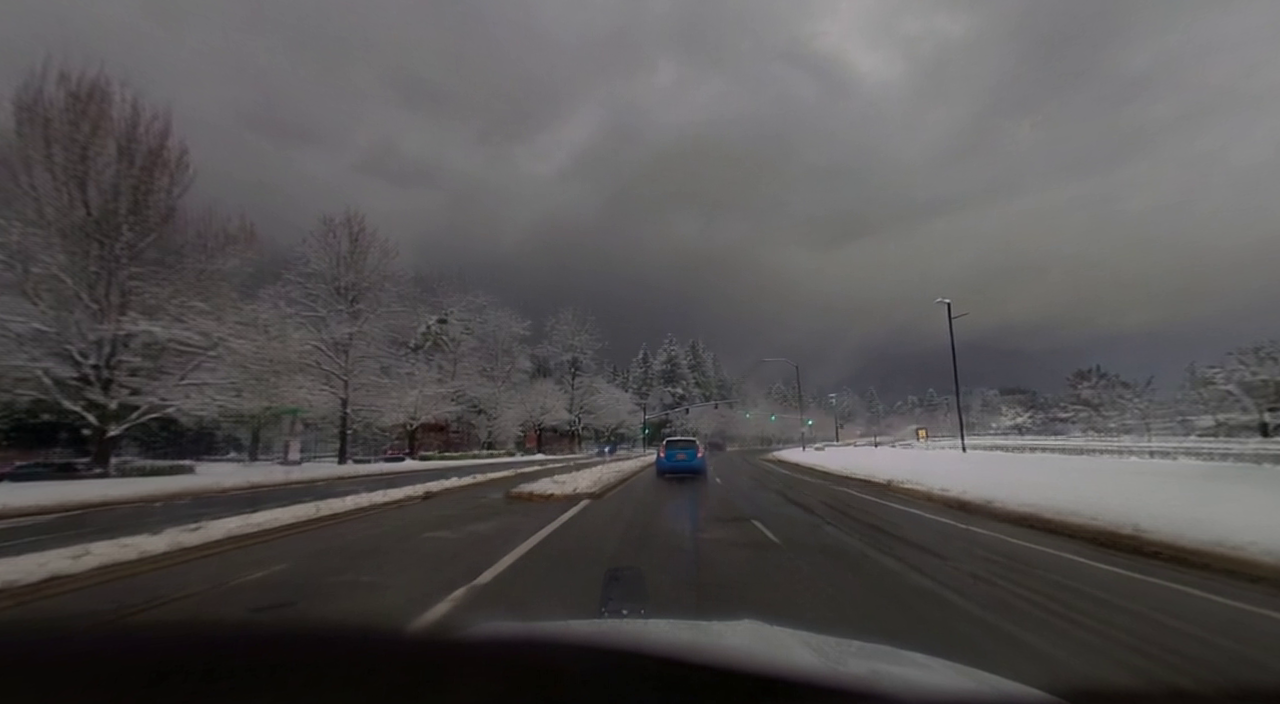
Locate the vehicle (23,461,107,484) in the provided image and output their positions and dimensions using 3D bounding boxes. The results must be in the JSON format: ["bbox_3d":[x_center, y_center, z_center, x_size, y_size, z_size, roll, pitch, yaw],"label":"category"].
[{"bbox_3d":[-38.725,8.126,42.475,4.261,1.430,1.806,-2,-9,9],"label":"vehicle"}]

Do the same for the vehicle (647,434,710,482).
[{"bbox_3d":[1.380,3.705,22.277,2.010,1.535,3.735,-1,-8,4],"label":"vehicle"}]

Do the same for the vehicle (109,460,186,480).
[{"bbox_3d":[-37.182,8.896,47.671,4.365,1.430,1.898,-1,-8,5],"label":"vehicle"}]
